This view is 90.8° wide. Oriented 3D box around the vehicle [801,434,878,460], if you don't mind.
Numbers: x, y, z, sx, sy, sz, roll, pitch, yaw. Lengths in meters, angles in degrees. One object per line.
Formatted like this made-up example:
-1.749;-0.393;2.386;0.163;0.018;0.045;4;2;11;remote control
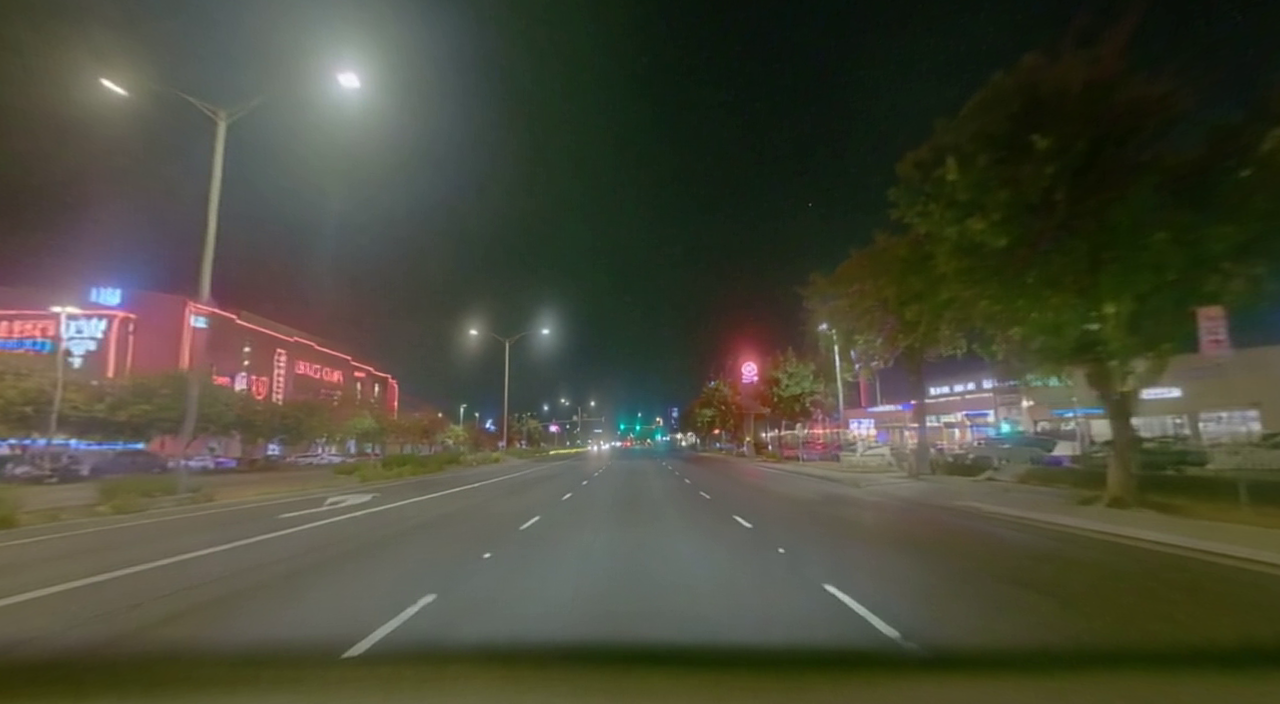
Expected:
13.357;6.398;42.468;4.386;1.570;2.043;-1;-9;-2;vehicle

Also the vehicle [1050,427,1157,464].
24.362;4.935;33.467;1.917;1.772;5.073;0;-8;2;vehicle

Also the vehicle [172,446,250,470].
-30.780;7.582;45.359;4.189;1.678;1.887;0;-8;1;vehicle

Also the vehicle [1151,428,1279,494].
15.027;2.514;14.820;1.878;1.458;4.709;-1;-9;-4;vehicle

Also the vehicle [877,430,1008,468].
14.282;4.593;30.027;5.134;1.732;2.047;0;-8;0;vehicle

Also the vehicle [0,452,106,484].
-30.572;5.955;32.529;4.323;1.467;1.895;-2;-9;-1;vehicle
